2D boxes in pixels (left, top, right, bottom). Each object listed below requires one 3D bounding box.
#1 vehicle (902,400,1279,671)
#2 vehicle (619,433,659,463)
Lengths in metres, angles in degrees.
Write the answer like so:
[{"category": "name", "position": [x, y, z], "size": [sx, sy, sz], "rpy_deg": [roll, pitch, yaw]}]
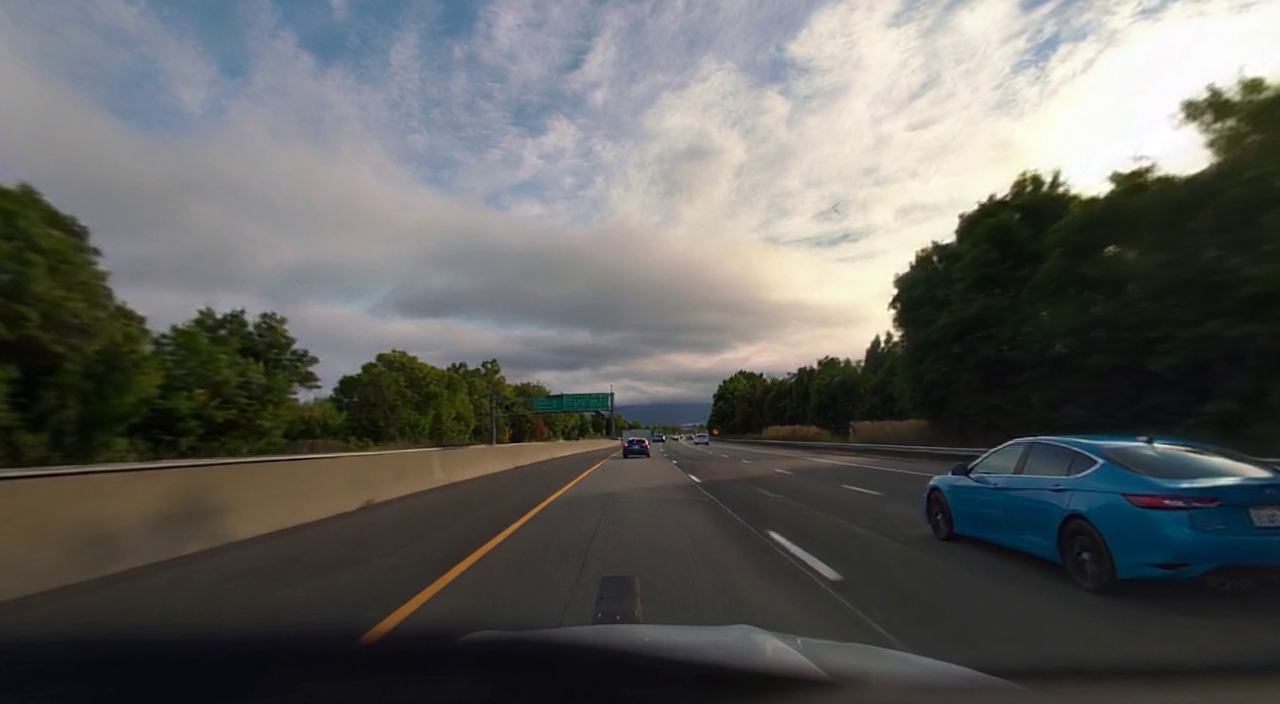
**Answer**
[{"category": "vehicle", "position": [4.393, 1.315, 5.694], "size": [1.981, 1.467, 4.459], "rpy_deg": [0, -8, -2]}, {"category": "vehicle", "position": [-0.079, 5.260, 34.753], "size": [2.046, 1.526, 3.903], "rpy_deg": [0, -8, -1]}]
